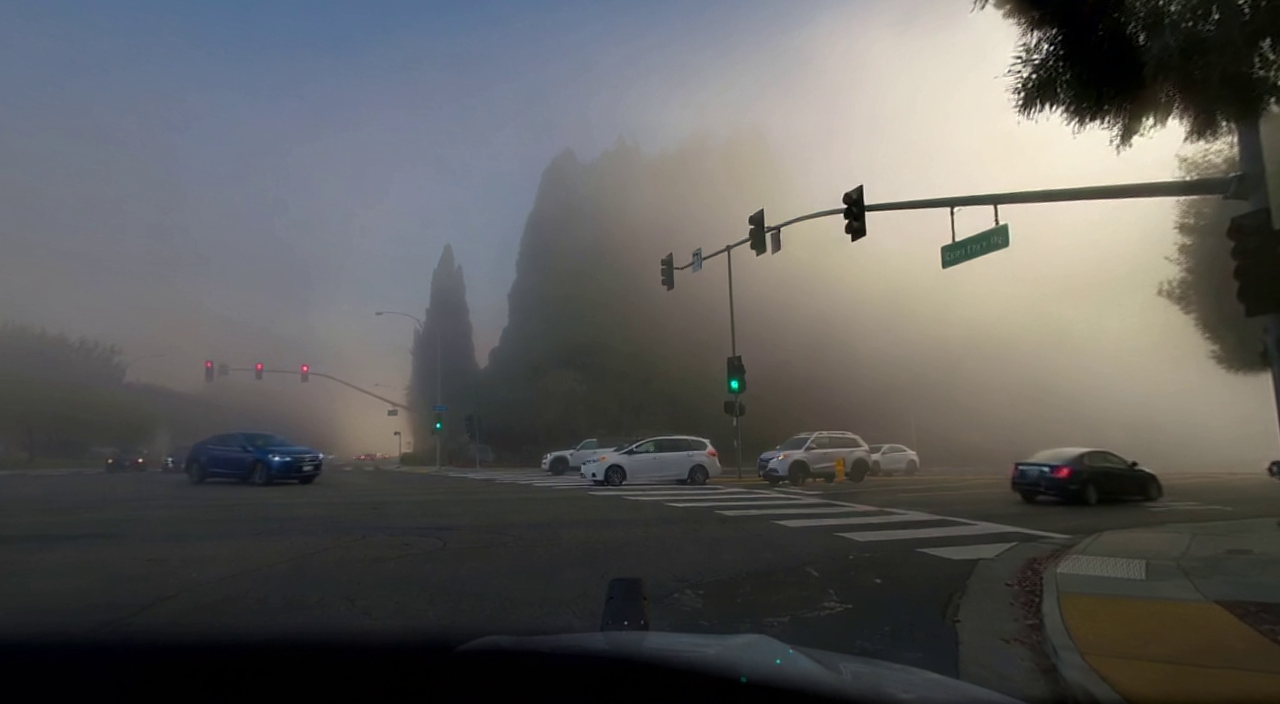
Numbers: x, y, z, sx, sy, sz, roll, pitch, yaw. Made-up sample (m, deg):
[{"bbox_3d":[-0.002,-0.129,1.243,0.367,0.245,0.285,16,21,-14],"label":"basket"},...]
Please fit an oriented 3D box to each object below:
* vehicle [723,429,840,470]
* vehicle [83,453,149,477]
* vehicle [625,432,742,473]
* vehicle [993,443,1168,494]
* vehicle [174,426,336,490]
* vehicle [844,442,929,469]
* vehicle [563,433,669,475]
[{"bbox_3d":[7.311,5.064,32.539,5.791,1.964,2.199,5,-10,-26],"label":"vehicle"},{"bbox_3d":[-34.916,7.480,41.960,4.589,1.462,1.953,-5,-10,32],"label":"vehicle"},{"bbox_3d":[1.804,4.147,26.149,4.483,1.589,1.852,4,-9,-25],"label":"vehicle"},{"bbox_3d":[13.726,3.564,19.683,4.686,1.425,2.018,3,-9,-19],"label":"vehicle"},{"bbox_3d":[-12.531,3.377,20.421,5.332,1.807,2.450,-6,-10,35],"label":"vehicle"},{"bbox_3d":[13.853,5.792,35.423,4.457,1.429,1.862,4,-9,-26],"label":"vehicle"},{"bbox_3d":[-1.073,4.576,28.502,4.360,1.749,1.895,4,-10,-28],"label":"vehicle"}]
